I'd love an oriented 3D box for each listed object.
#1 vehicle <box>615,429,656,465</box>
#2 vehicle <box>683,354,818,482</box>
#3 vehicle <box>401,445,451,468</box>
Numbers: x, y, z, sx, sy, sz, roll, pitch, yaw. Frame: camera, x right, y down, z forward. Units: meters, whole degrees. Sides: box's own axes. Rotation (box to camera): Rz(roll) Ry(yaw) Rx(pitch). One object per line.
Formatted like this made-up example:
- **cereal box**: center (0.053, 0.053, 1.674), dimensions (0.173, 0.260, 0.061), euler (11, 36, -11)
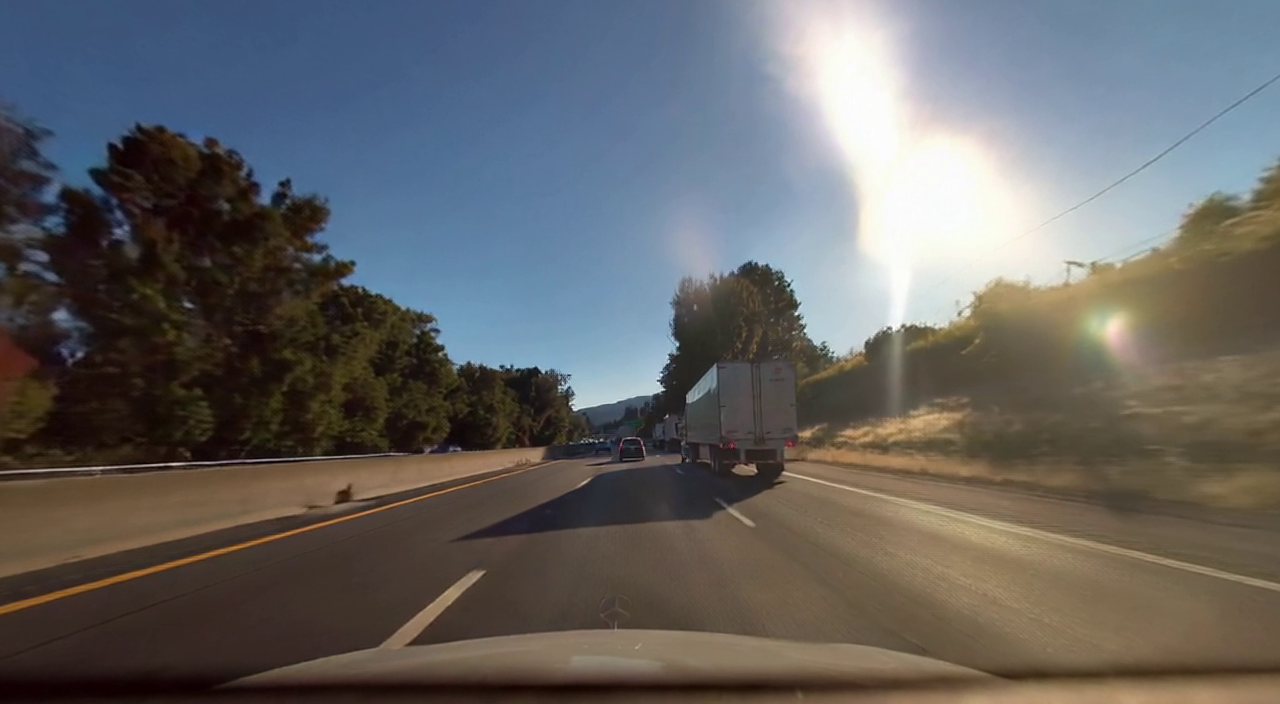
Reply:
- **vehicle**: center (-0.281, 5.527, 36.580), dimensions (2.211, 1.933, 4.315), euler (0, -8, -1)
- **vehicle**: center (4.064, 3.143, 27.631), dimensions (3.005, 4.121, 14.417), euler (0, -8, -1)
- **vehicle**: center (-15.167, 7.456, 44.968), dimensions (2.039, 1.495, 4.750), euler (0, -8, -2)
